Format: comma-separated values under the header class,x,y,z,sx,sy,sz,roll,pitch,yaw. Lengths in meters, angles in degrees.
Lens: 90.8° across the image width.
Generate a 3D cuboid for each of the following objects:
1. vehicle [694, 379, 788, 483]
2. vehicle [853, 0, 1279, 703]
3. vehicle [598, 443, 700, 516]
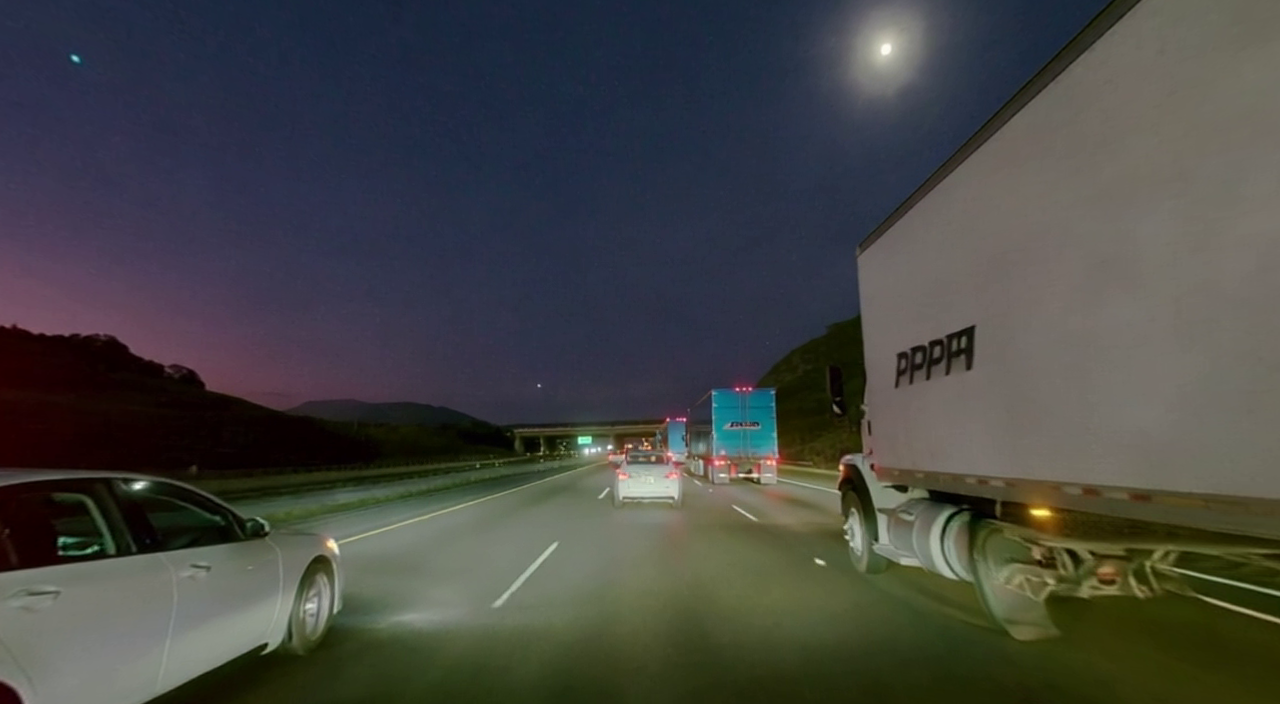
class,x,y,z,sx,sy,sz,roll,pitch,yaw
vehicle,4.337,3.764,29.183,2.801,4.039,8.684,0,-9,-1
vehicle,4.079,-0.187,2.347,2.884,3.930,10.206,0,-9,0
vehicle,0.178,2.837,14.506,2.029,1.437,3.794,0,-9,0
